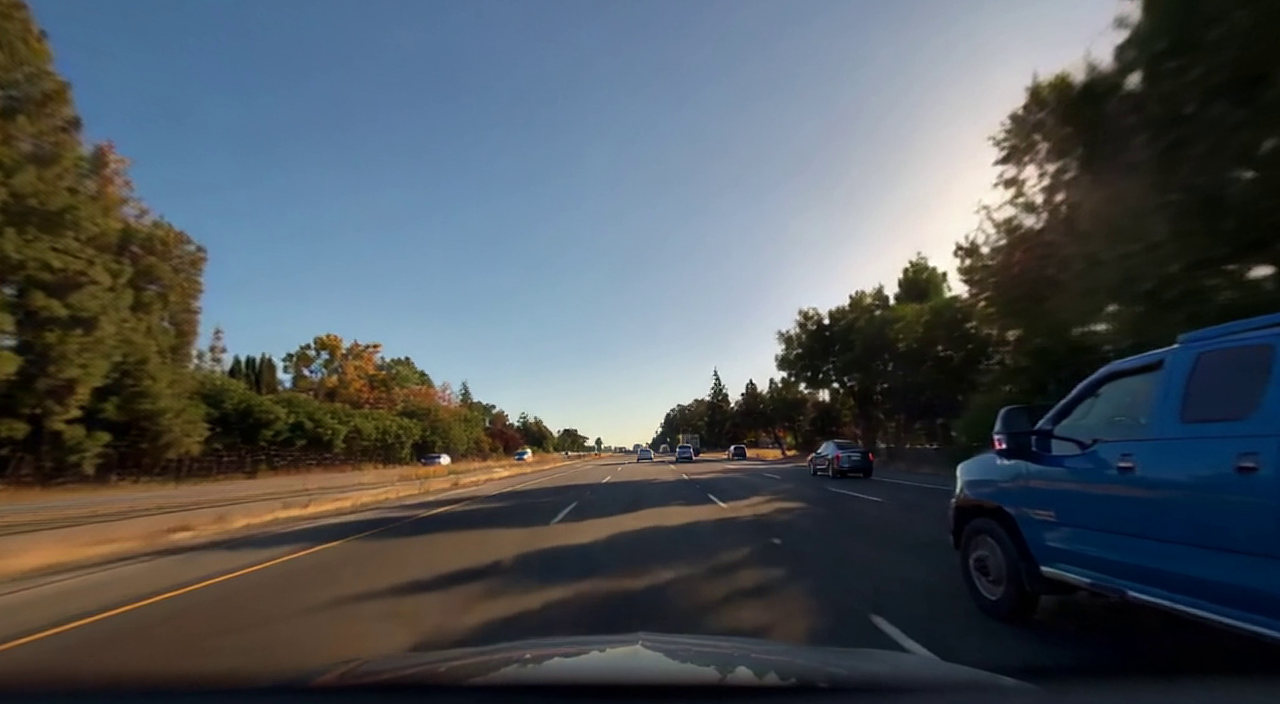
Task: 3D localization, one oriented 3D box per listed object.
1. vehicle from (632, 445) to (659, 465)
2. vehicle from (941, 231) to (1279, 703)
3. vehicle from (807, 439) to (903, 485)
[{"bbox_3d":[0.429,8.061,49.346,2.030,1.473,3.926,0,-9,0],"label":"vehicle"},{"bbox_3d":[3.707,0.556,2.391,2.354,2.079,5.586,0,-9,0],"label":"vehicle"},{"bbox_3d":[7.862,4.059,23.509,1.989,1.526,4.443,0,-9,0],"label":"vehicle"}]
